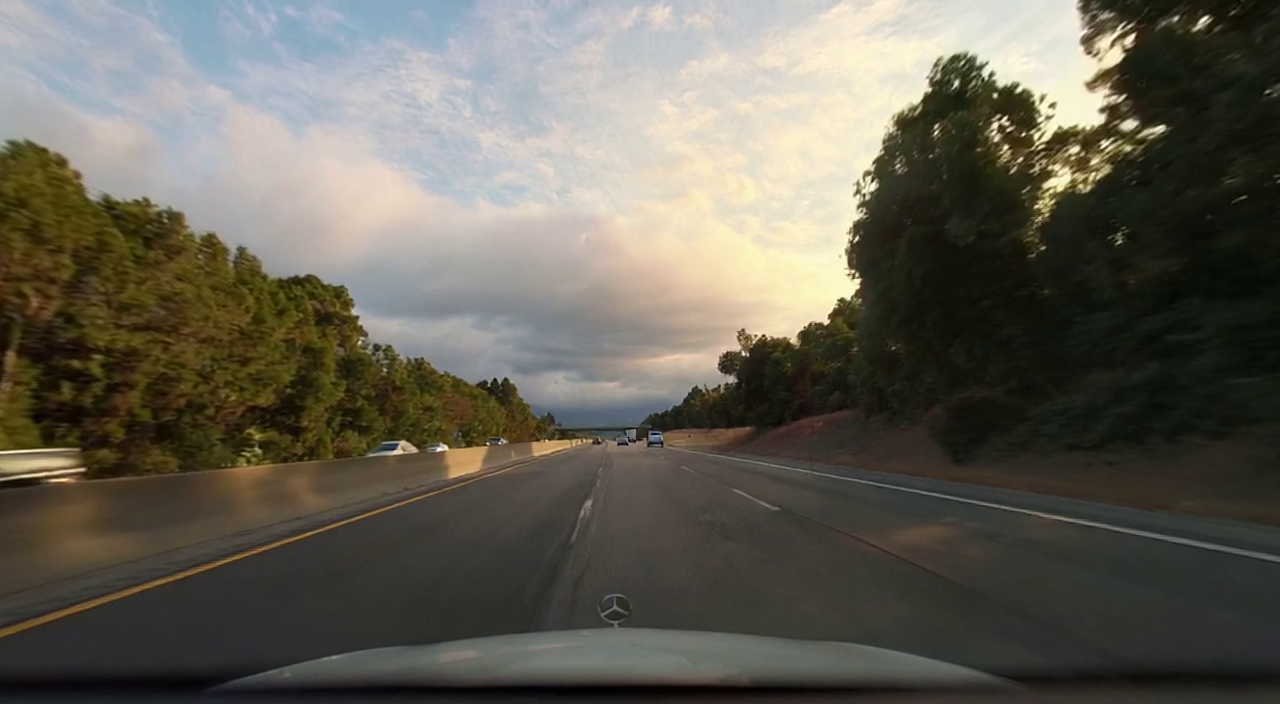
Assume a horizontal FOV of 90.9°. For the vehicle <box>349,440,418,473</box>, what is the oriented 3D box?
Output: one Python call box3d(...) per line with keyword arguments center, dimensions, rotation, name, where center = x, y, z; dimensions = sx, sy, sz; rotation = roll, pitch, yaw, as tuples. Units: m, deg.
box3d(center=(-12.630, 5.135, 31.287), dimensions=(1.908, 1.459, 3.917), rotation=(0, -8, -3), name="vehicle")
